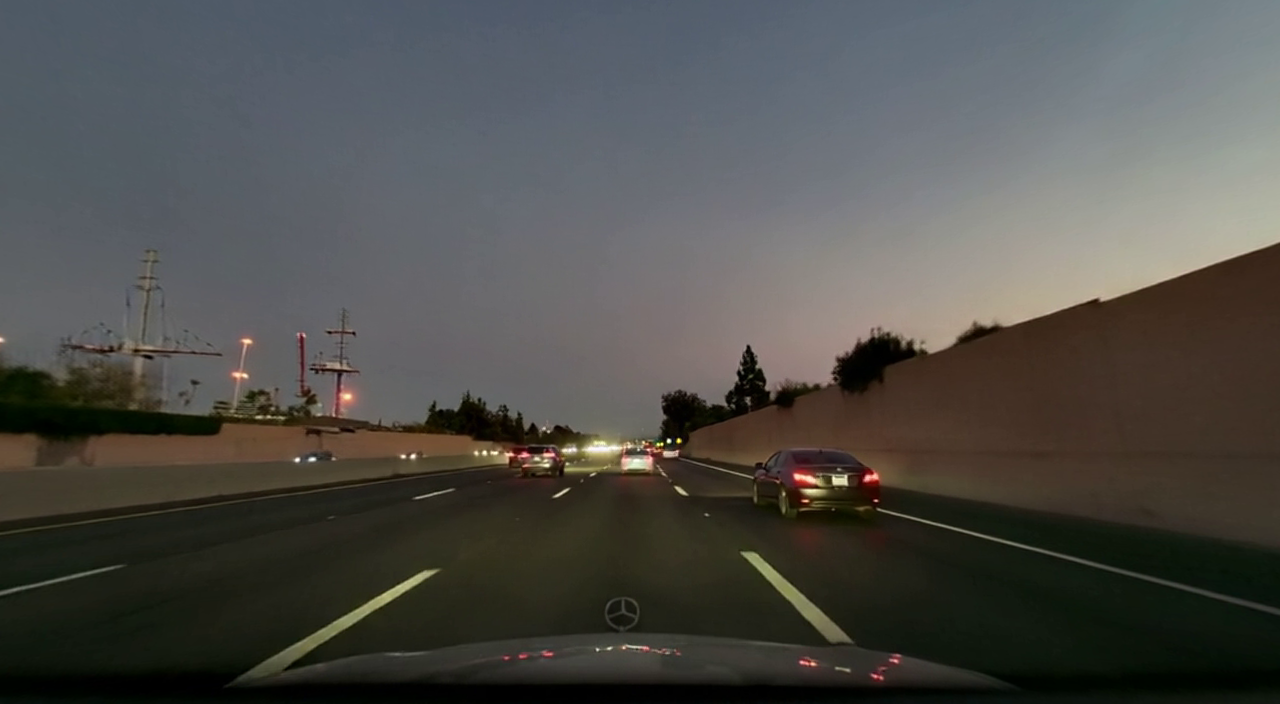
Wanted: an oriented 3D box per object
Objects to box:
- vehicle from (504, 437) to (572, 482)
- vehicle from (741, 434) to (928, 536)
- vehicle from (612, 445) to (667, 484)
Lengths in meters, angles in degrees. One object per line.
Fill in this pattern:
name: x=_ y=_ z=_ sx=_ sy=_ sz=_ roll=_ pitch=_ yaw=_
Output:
vehicle: x=-4.271 y=4.566 z=27.124 sx=2.121 sy=1.775 sz=4.335 roll=0 pitch=-8 yaw=1
vehicle: x=3.275 y=2.326 z=11.748 sx=1.917 sy=1.507 sz=4.540 roll=0 pitch=-8 yaw=-2
vehicle: x=-0.047 y=4.542 z=25.847 sx=2.045 sy=1.452 sz=4.040 roll=0 pitch=-8 yaw=-1
